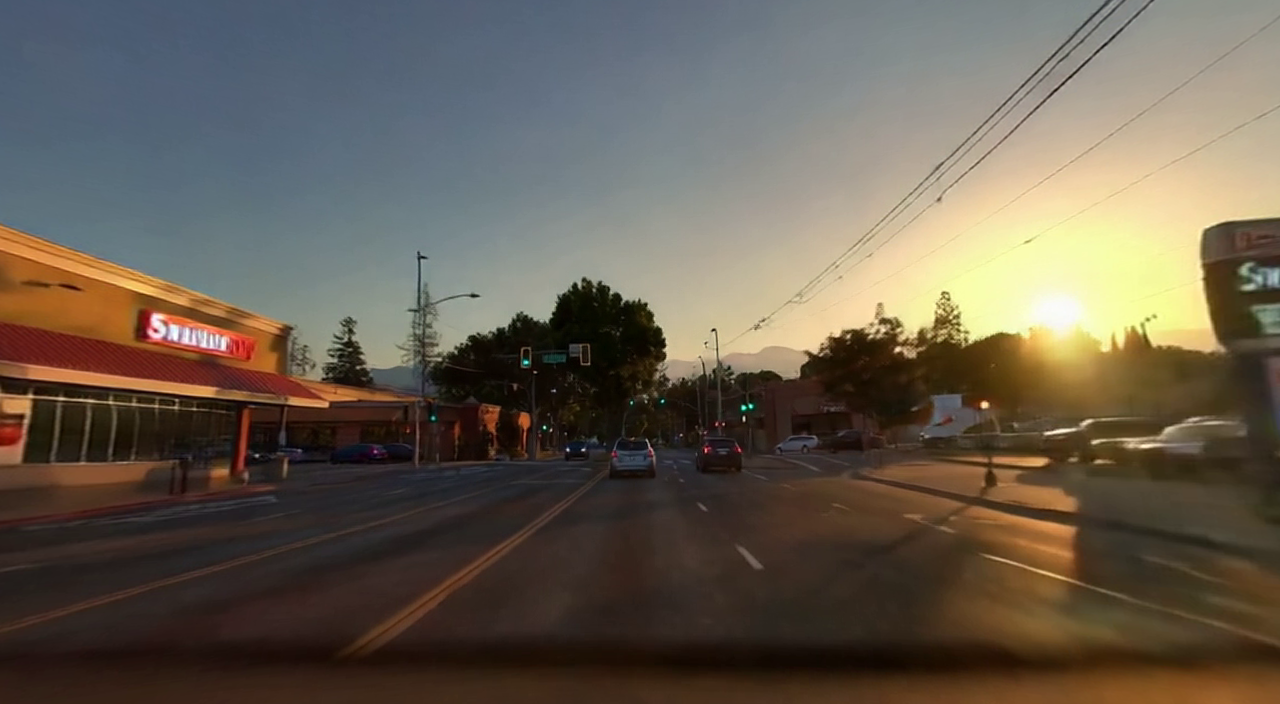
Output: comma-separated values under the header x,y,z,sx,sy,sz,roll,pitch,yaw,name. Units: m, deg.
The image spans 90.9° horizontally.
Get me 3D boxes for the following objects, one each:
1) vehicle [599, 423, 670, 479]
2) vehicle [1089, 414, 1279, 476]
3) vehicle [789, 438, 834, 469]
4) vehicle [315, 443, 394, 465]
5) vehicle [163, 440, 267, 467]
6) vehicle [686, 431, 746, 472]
x,y,z,sx,sy,sz,roll,pitch,yaw,name
-0.189,4.072,26.161,2.638,2.065,5.313,0,-8,0,vehicle
15.739,2.682,18.015,4.164,1.562,1.978,-2,-10,1,vehicle
8.823,5.129,32.133,2.002,1.427,4.436,-3,-9,17,vehicle
-21.034,7.532,46.616,4.839,1.604,2.058,-1,-8,3,vehicle
-31.484,7.539,46.822,5.964,1.893,2.363,0,-8,1,vehicle
3.553,4.785,30.476,2.276,1.787,4.630,0,-8,-1,vehicle
